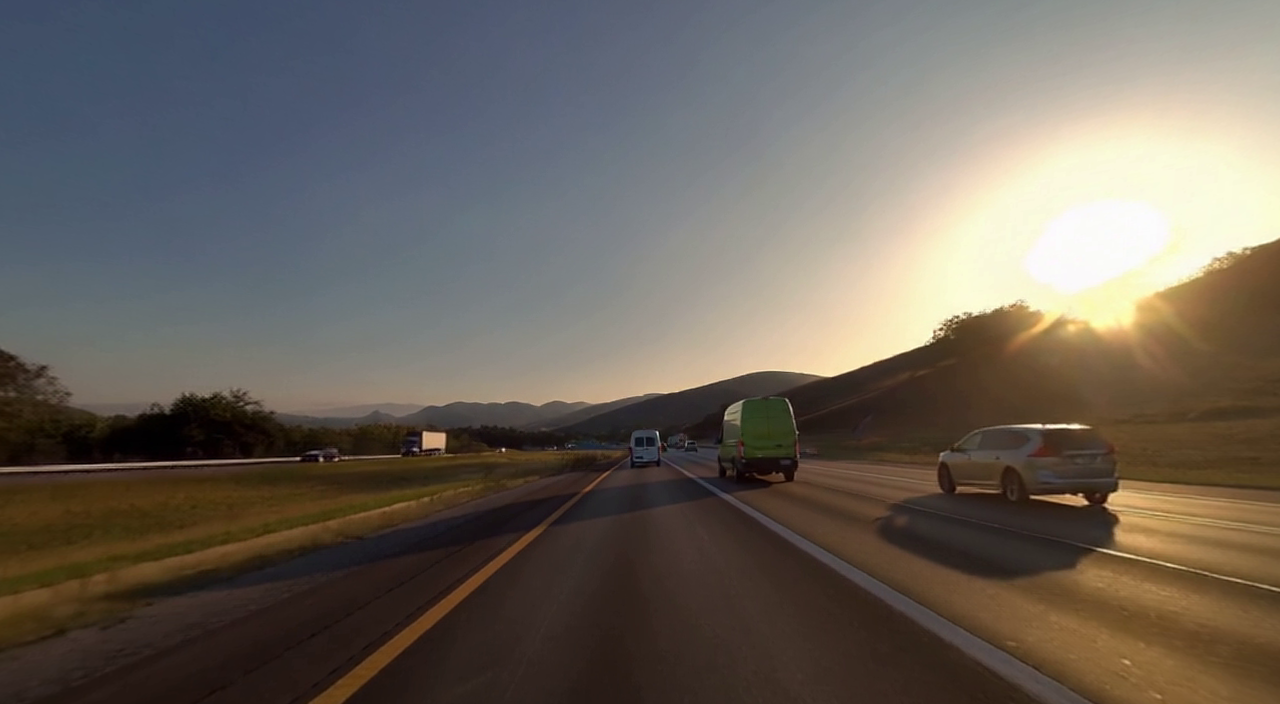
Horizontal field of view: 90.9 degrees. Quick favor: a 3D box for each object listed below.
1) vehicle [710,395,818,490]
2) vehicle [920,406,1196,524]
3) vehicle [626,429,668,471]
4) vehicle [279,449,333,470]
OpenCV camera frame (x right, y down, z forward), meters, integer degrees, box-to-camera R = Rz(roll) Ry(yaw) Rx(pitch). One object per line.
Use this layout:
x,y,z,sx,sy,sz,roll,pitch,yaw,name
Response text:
3.862,3.011,21.037,2.302,2.670,6.176,0,-8,0,vehicle
7.951,2.205,12.829,2.240,1.925,4.854,0,-8,0,vehicle
0.389,5.379,34.699,2.131,2.122,4.473,0,-8,1,vehicle
-26.274,8.418,49.752,1.802,1.546,4.238,0,-8,1,vehicle
